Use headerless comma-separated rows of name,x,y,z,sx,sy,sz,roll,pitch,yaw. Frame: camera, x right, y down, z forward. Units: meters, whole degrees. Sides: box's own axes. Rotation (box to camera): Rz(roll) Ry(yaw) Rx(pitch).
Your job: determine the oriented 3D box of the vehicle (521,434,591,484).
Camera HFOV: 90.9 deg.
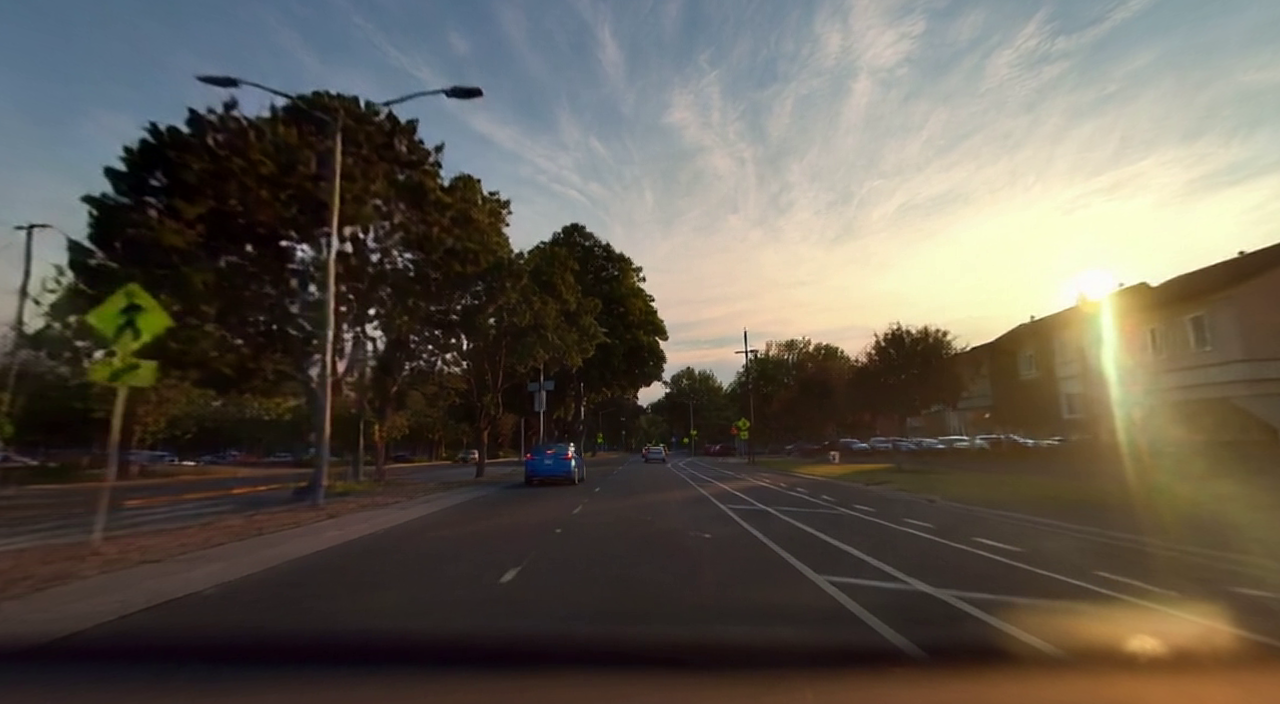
vehicle,-3.303,4.322,25.710,2.150,1.812,4.423,0,-9,1
